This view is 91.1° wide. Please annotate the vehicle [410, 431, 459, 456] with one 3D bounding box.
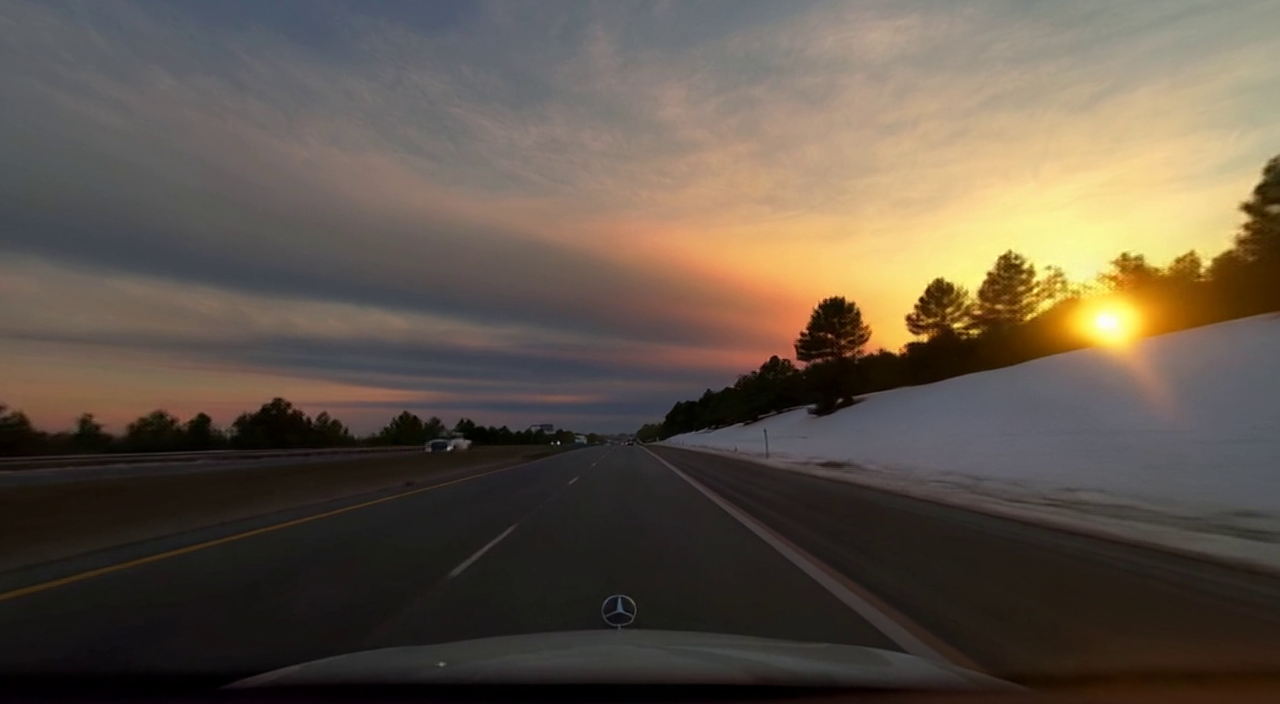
[{"bbox_3d":[-14.338,6.369,44.043,1.954,1.659,4.349,0,-8,0],"label":"vehicle"}]
